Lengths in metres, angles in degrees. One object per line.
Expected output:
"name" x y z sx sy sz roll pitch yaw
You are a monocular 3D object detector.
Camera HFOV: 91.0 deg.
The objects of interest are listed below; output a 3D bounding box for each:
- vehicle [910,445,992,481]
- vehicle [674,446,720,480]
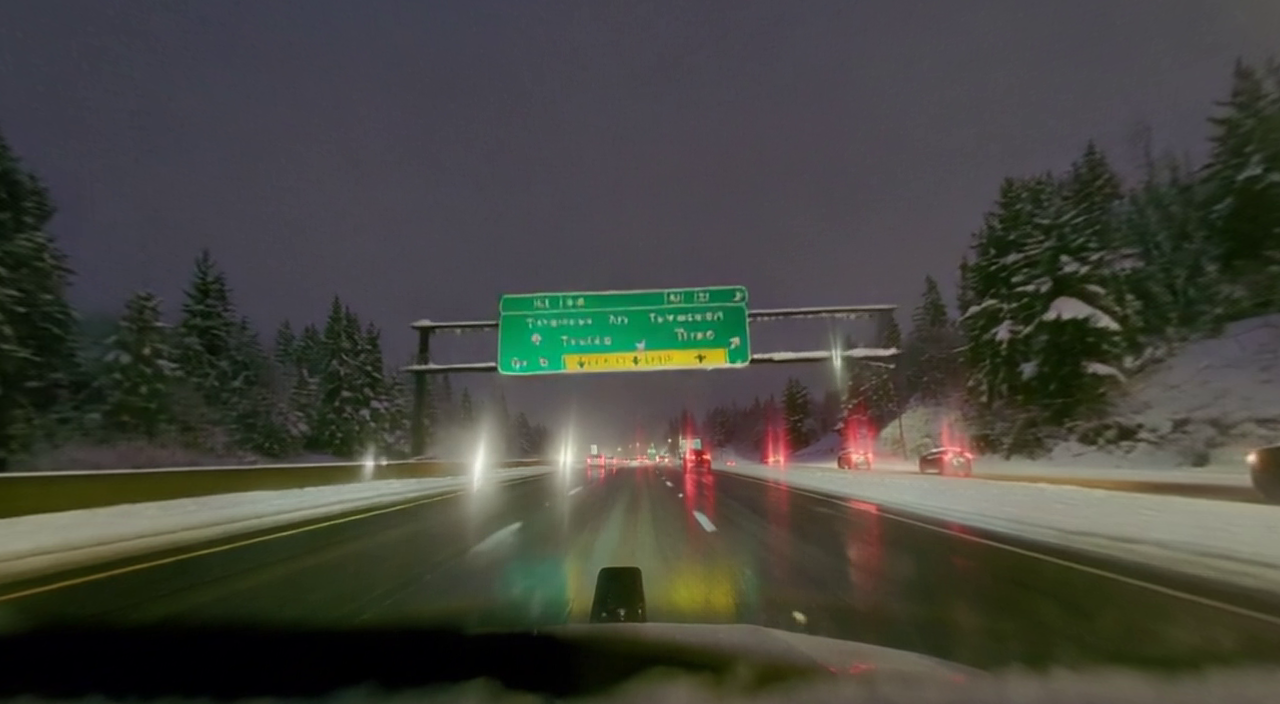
"vehicle" 16.512 5.898 33.748 2.116 1.754 4.727 0 -9 2
"vehicle" 3.171 6.268 35.887 2.147 1.794 4.538 0 -9 -1
